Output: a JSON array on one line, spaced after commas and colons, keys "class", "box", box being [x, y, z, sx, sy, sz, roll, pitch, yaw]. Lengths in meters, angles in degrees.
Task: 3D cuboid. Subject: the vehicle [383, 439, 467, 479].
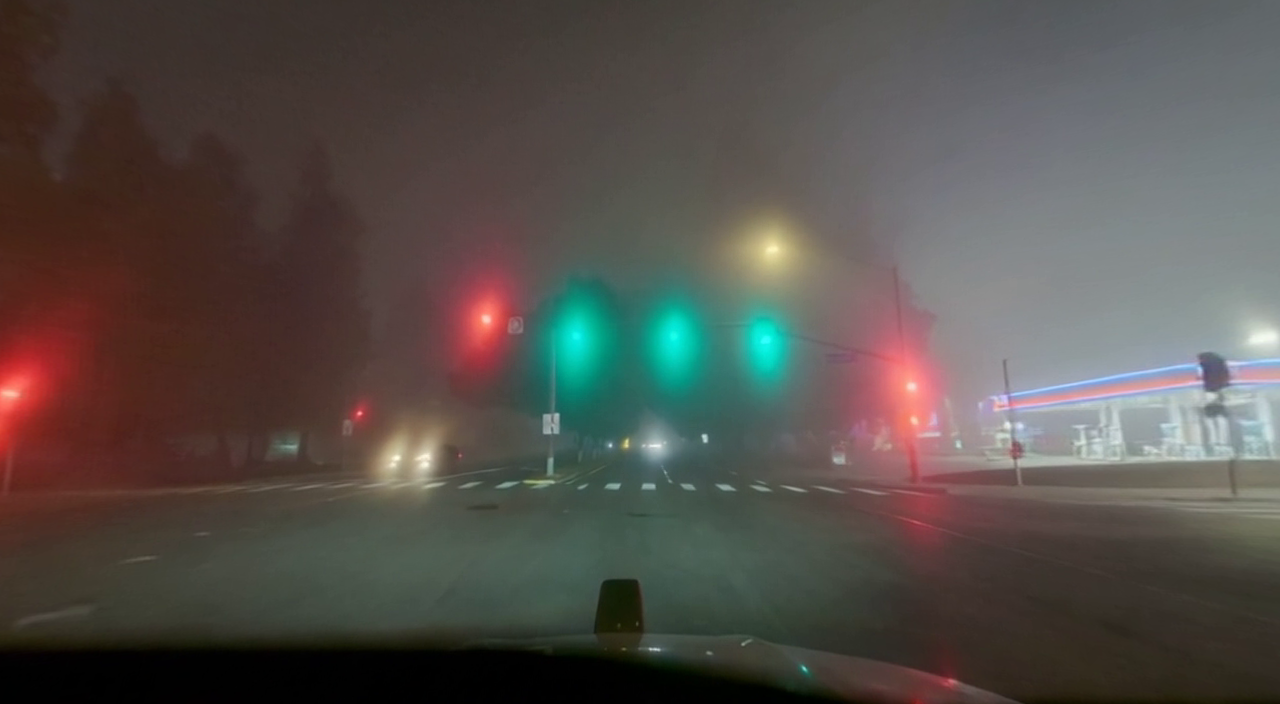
[{"class": "vehicle", "box": [-9.224, 4.613, 27.493, 2.029, 1.452, 4.598, -3, -9, 1]}]

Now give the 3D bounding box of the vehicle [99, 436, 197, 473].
[{"class": "vehicle", "box": [-37.242, 7.741, 47.892, 5.831, 2.624, 2.189, -1, -8, 8]}]
